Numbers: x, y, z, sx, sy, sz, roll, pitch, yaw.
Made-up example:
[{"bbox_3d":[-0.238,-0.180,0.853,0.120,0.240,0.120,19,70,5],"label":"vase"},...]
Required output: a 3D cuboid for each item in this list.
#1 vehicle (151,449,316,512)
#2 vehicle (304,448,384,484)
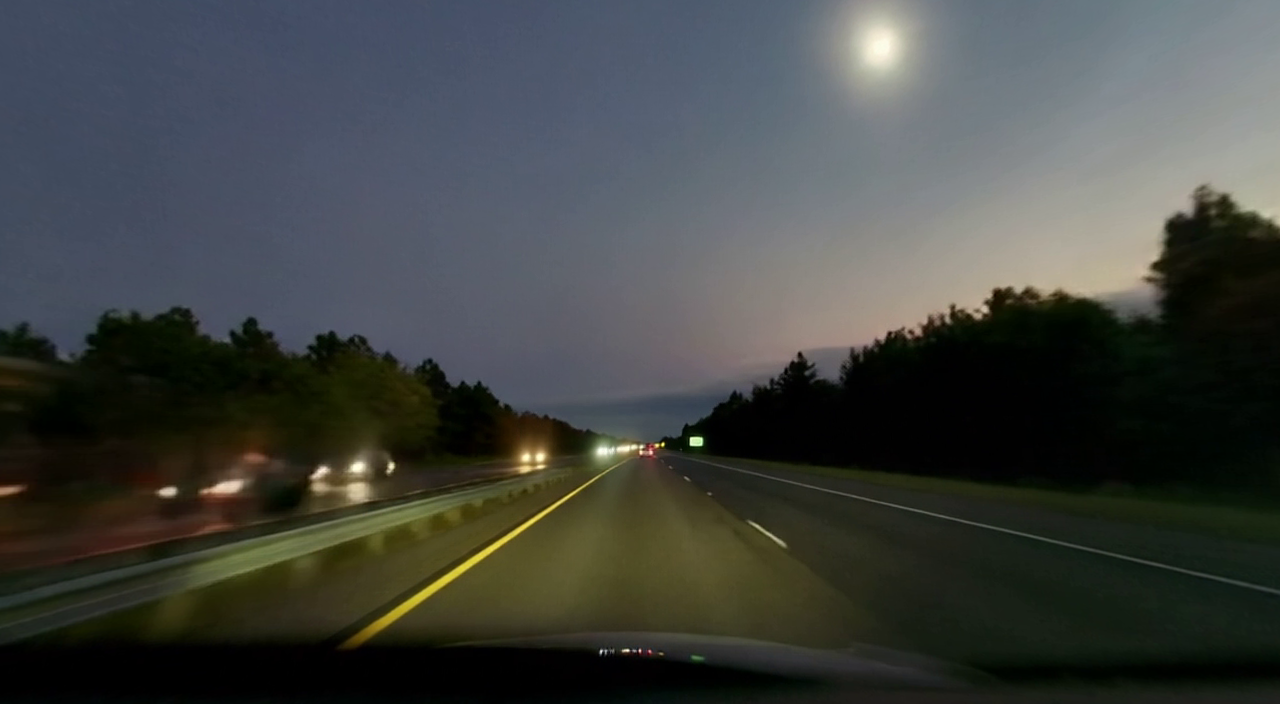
[{"bbox_3d":[-11.642,3.665,18.503,1.821,1.584,4.498,0,-9,0],"label":"vehicle"},{"bbox_3d":[-16.621,6.393,35.717,2.050,1.910,4.898,0,-9,0],"label":"vehicle"}]
